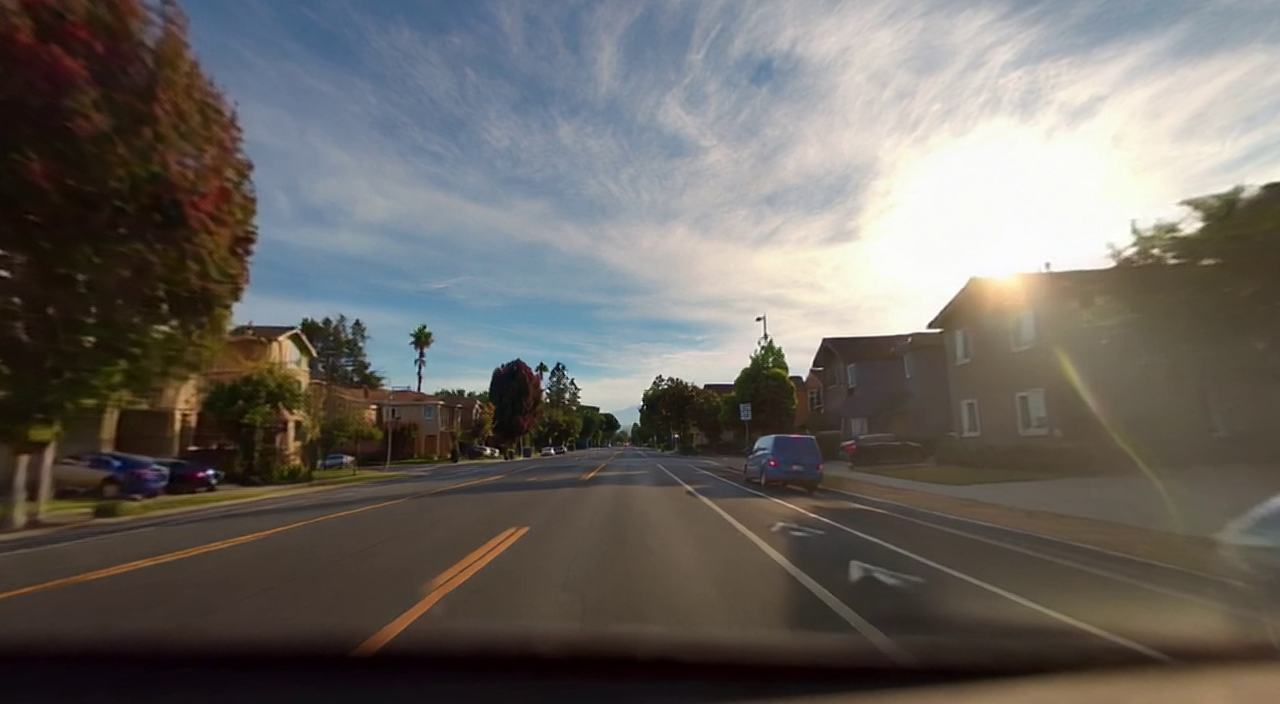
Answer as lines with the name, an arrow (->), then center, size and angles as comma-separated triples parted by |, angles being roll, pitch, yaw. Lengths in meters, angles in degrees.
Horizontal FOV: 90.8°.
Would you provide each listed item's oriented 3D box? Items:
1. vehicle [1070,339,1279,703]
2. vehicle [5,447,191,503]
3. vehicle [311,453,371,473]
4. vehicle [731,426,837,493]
vehicle -> 4.551, 0.720, 1.929 | 2.254, 1.968, 5.838 | 0, -8, -1
vehicle -> -18.424, 4.181, 21.684 | 4.397, 1.768, 1.956 | 1, -8, -4
vehicle -> -22.892, 8.529, 48.445 | 3.687, 1.465, 1.855 | 0, -8, -2
vehicle -> 4.371, 3.353, 20.060 | 2.052, 1.859, 4.778 | 1, -8, -2
